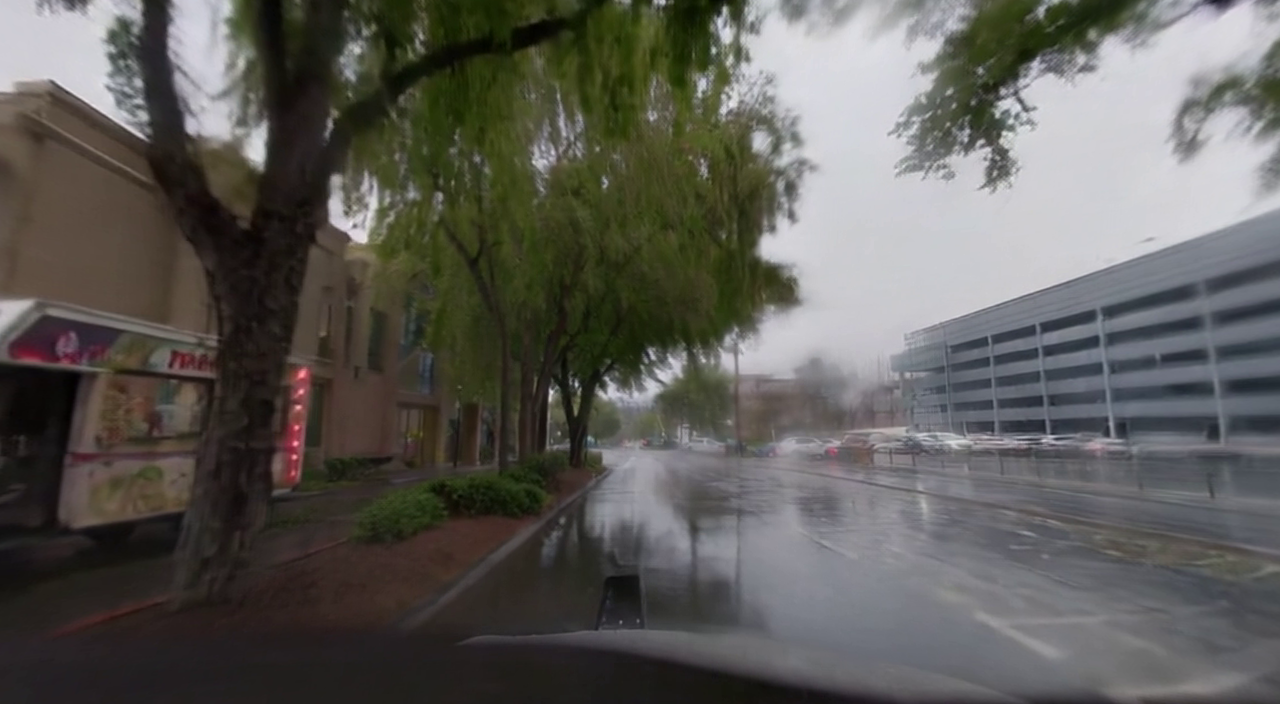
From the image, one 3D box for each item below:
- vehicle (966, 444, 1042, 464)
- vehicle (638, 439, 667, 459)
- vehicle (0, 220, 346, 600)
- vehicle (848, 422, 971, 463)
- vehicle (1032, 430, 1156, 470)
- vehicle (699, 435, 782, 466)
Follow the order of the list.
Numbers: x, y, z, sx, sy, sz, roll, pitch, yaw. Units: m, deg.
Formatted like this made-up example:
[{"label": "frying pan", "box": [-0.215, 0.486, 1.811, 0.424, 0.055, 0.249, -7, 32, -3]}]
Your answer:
[{"label": "vehicle", "box": [27.376, 7.665, 47.557, 4.558, 1.452, 1.790, 0, -8, 0]}, {"label": "vehicle", "box": [0.912, 7.419, 48.516, 2.046, 1.445, 4.001, 0, -8, -2]}, {"label": "vehicle", "box": [-6.987, 0.915, 8.191, 2.968, 3.222, 7.036, -1, -8, -1]}, {"label": "vehicle", "box": [14.470, 4.893, 34.178, 5.540, 2.045, 2.259, 0, -8, 0]}, {"label": "vehicle", "box": [26.557, 5.750, 37.105, 5.596, 2.168, 2.307, 2, -8, -3]}, {"label": "vehicle", "box": [5.958, 5.811, 37.281, 4.626, 1.723, 1.939, 5, -10, -31]}]
